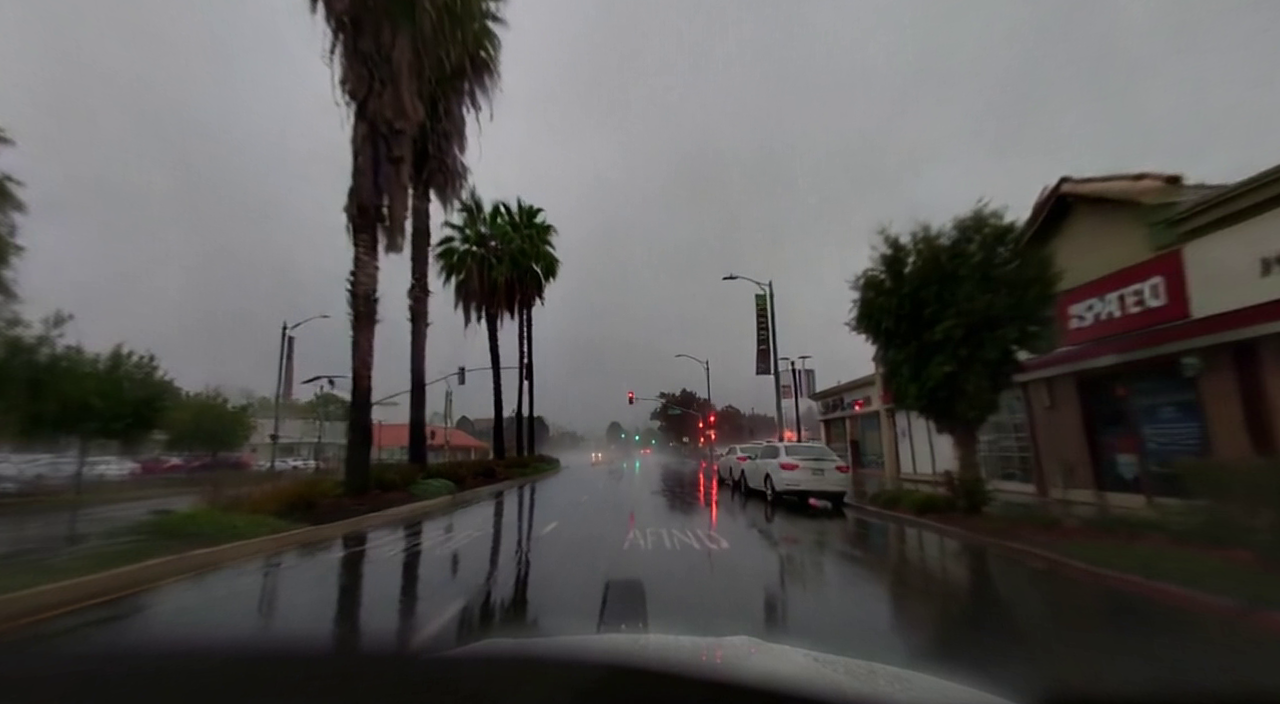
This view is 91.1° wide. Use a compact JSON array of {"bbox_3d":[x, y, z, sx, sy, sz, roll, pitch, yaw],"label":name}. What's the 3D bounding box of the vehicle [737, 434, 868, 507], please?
[{"bbox_3d":[4.118,3.112,16.840,2.089,1.652,4.668,1,-9,-2],"label":"vehicle"}]
